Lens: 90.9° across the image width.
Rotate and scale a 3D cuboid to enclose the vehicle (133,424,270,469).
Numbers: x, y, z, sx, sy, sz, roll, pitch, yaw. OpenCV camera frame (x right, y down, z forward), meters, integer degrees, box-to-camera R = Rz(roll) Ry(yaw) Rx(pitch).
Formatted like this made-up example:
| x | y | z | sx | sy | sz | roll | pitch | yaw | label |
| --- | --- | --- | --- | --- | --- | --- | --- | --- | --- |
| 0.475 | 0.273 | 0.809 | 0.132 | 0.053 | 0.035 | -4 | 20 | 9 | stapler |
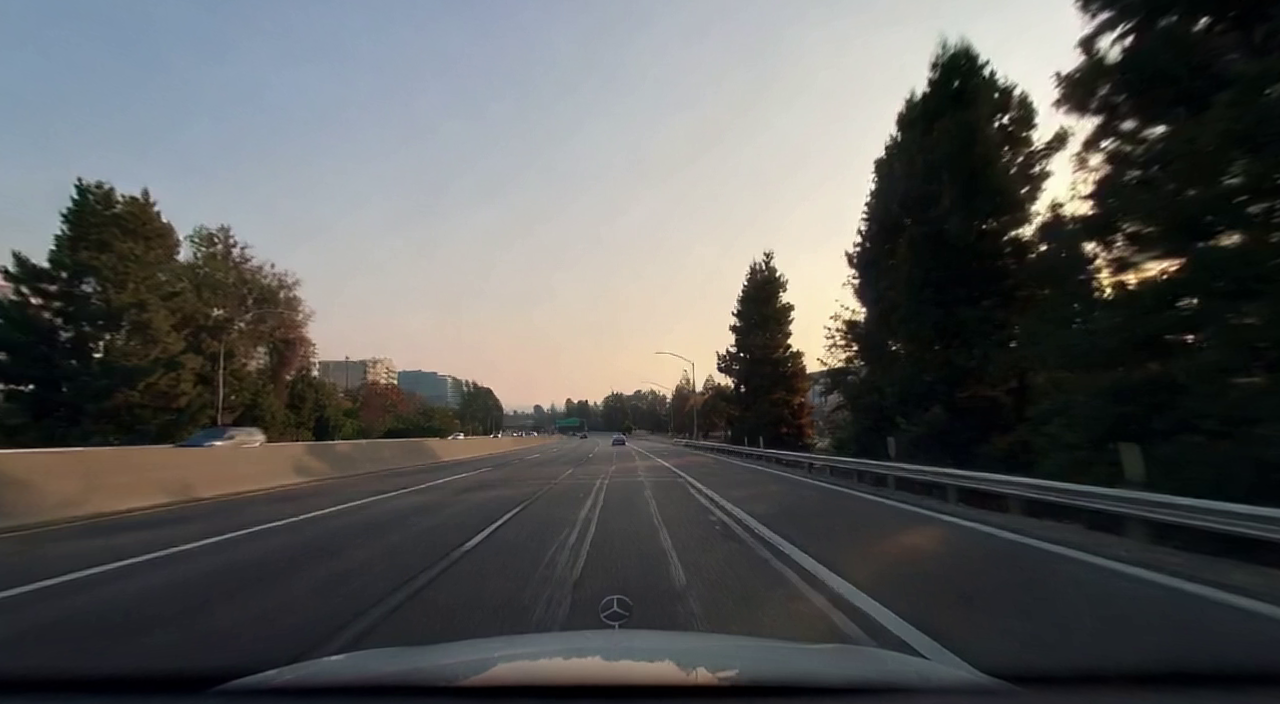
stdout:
| x | y | z | sx | sy | sz | roll | pitch | yaw | label |
| --- | --- | --- | --- | --- | --- | --- | --- | --- | --- |
| -16.110 | 3.480 | 23.490 | 1.977 | 1.519 | 4.429 | 0 | -8 | -1 | vehicle |
